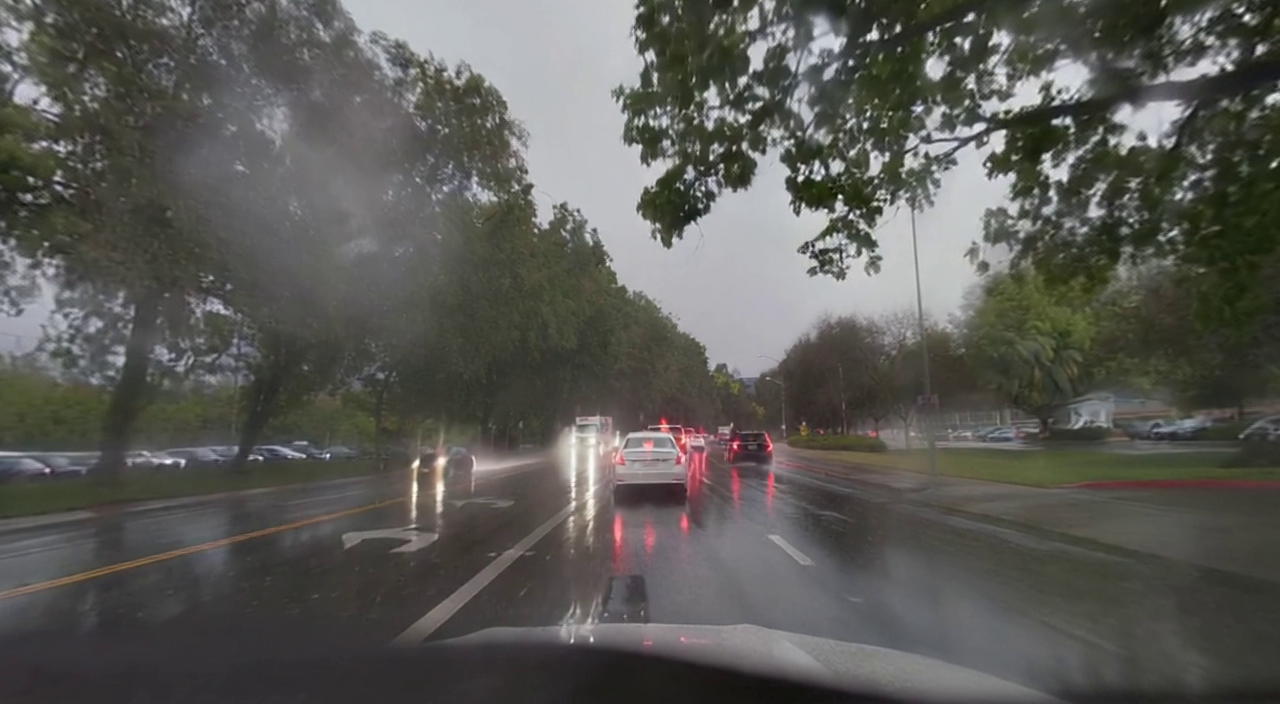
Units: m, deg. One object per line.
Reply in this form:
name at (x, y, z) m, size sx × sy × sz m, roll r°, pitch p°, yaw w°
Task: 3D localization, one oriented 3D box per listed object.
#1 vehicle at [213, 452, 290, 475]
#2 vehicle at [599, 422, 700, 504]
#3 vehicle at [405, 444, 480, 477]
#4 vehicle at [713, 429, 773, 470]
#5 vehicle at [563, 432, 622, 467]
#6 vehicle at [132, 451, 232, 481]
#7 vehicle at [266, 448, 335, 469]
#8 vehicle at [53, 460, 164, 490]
vehicle at (-26.604, 7.646, 43.212) m, size 4.260 × 1.498 × 1.769 m, roll -2°, pitch -8°, yaw 10°
vehicle at (0.220, 2.678, 15.630) m, size 2.154 × 1.710 × 4.128 m, roll -1°, pitch -8°, yaw 1°
vehicle at (-9.346, 5.140, 30.224) m, size 1.909 × 1.471 × 4.502 m, roll -1°, pitch -8°, yaw 3°
vehicle at (4.832, 4.626, 30.158) m, size 2.155 × 1.786 × 4.459 m, roll -1°, pitch -8°, yaw 1°
vehicle at (-2.515, 5.343, 34.798) m, size 2.057 × 1.786 × 4.725 m, roll -2°, pitch -8°, yaw 11°
vehicle at (-27.735, 6.905, 38.257) m, size 4.743 × 1.671 × 1.842 m, roll -1°, pitch -8°, yaw 4°
vehicle at (-26.117, 8.213, 48.558) m, size 4.398 × 1.532 × 1.769 m, roll -2°, pitch -8°, yaw 8°
vehicle at (-27.883, 6.444, 33.160) m, size 4.391 × 1.442 × 1.763 m, roll -1°, pitch -8°, yaw 5°
